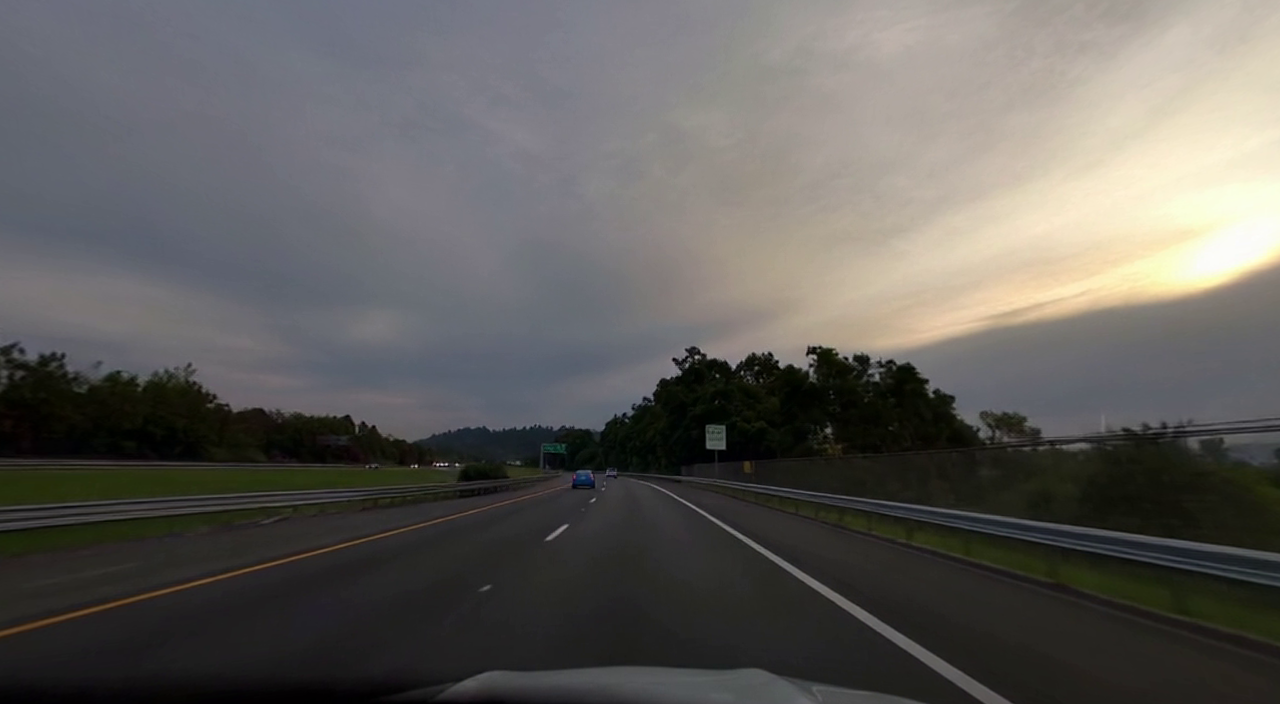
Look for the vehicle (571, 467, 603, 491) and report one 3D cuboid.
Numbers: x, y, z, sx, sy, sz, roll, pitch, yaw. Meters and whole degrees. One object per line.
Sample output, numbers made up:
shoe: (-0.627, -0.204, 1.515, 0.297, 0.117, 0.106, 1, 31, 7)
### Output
vehicle: (-3.783, 9.140, 45.470, 1.967, 1.556, 4.364, 1, -10, -1)
